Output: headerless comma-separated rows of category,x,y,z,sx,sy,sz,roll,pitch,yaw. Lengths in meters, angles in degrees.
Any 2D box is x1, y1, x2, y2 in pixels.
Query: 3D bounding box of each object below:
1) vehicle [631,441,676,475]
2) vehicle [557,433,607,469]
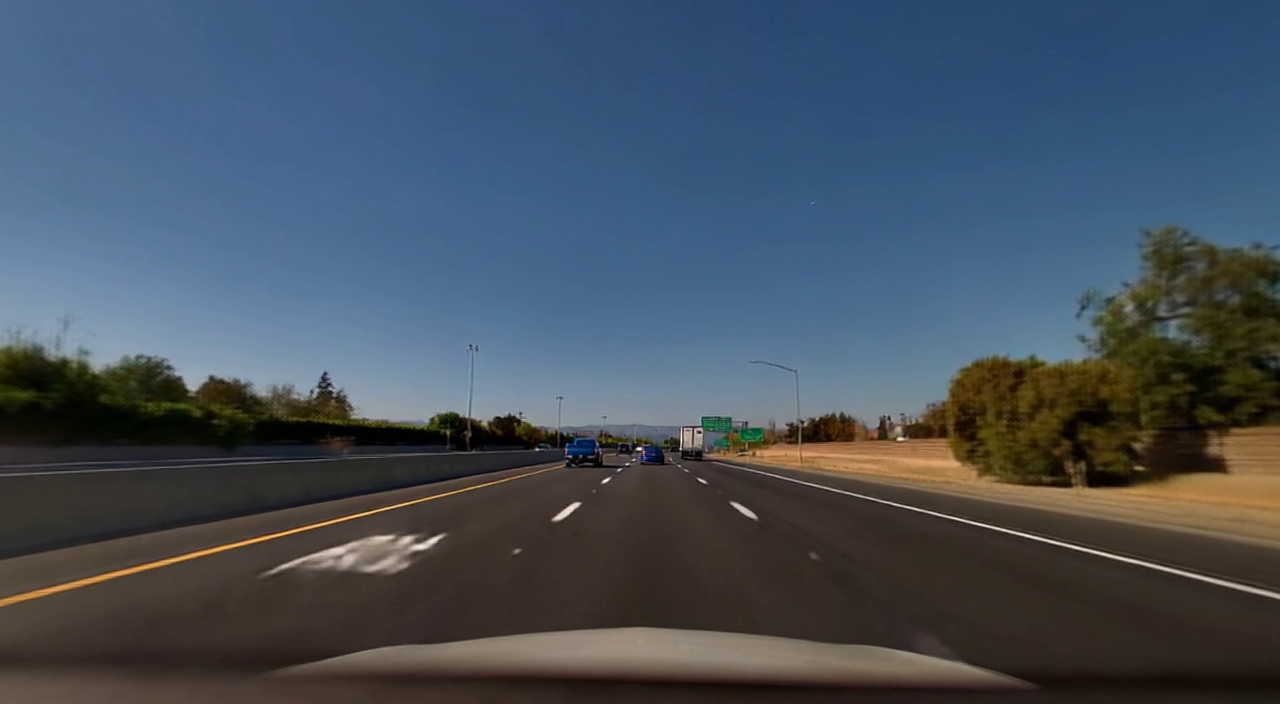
vehicle,0.670,5.251,31.428,2.086,1.548,4.325,0,-9,1
vehicle,-3.264,5.708,36.422,2.264,1.901,4.647,0,-9,2
